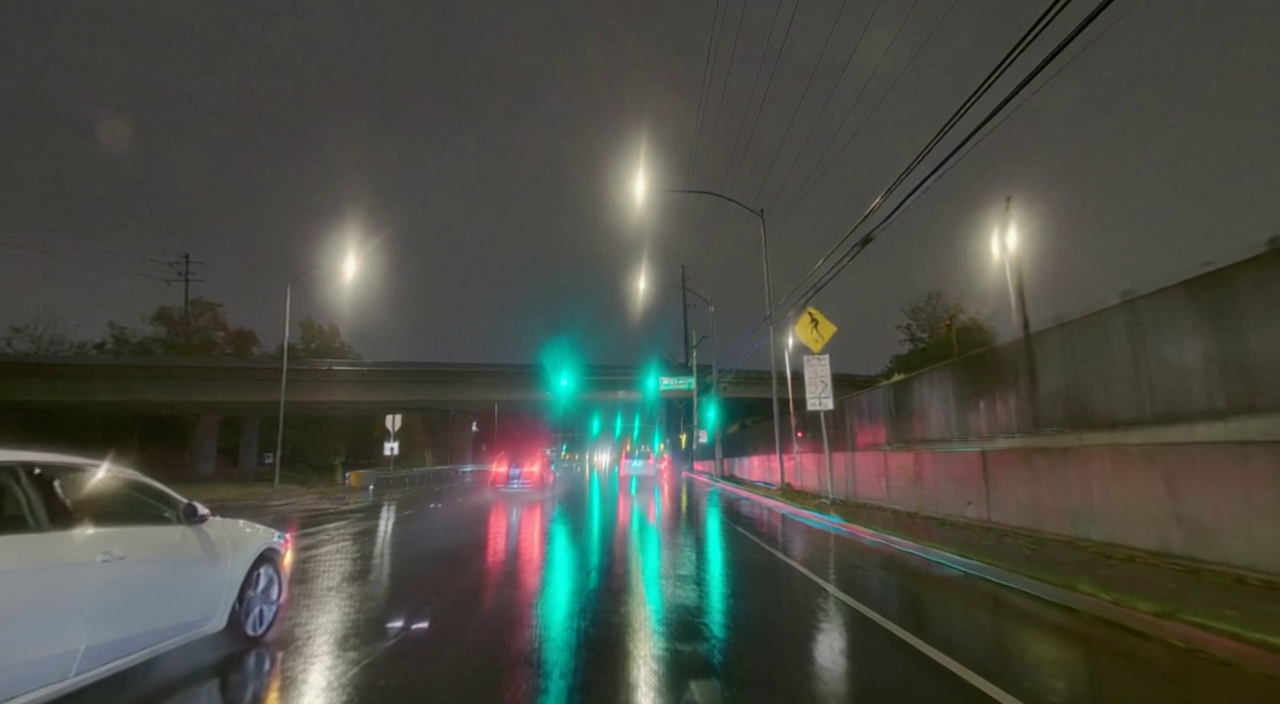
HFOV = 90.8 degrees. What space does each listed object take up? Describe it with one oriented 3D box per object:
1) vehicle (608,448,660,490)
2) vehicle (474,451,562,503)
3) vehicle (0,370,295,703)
[{"bbox_3d":[-0.241,4.811,26.257,1.985,1.565,3.968,0,-9,-1],"label":"vehicle"},{"bbox_3d":[-3.756,3.906,20.213,1.946,1.437,4.154,0,-9,0],"label":"vehicle"},{"bbox_3d":[-3.515,0.904,2.437,1.925,1.666,4.271,0,-9,0],"label":"vehicle"}]
